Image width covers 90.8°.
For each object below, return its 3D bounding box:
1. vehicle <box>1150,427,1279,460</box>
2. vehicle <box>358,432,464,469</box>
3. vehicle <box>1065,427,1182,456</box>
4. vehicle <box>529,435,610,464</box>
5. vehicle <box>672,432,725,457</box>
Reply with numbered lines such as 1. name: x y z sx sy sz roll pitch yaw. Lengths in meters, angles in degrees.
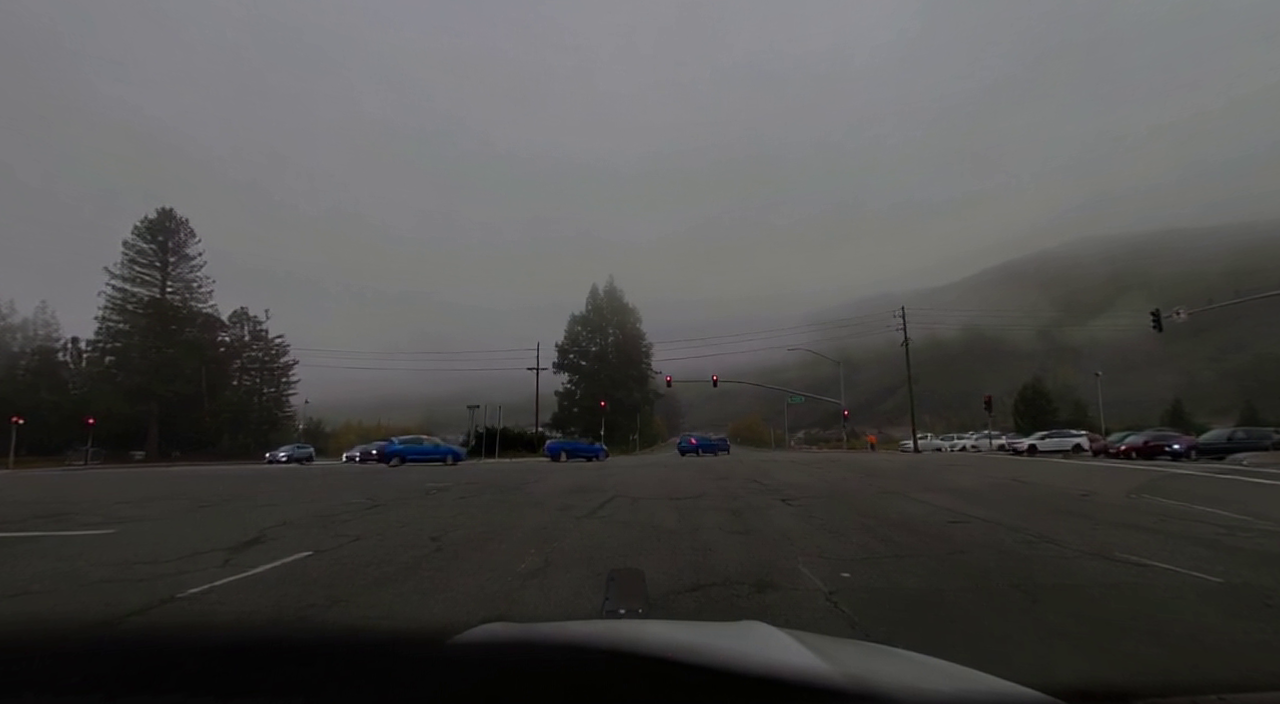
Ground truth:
1. vehicle: 27.311 4.309 29.795 4.778 1.495 1.959 0 -9 0
2. vehicle: -11.472 4.959 31.778 4.812 1.735 2.105 3 -9 -21
3. vehicle: 28.369 5.274 37.202 5.100 1.680 2.055 0 -9 1
4. vehicle: -4.093 5.674 36.836 4.218 1.542 2.044 6 -11 -36
5. vehicle: 4.612 7.200 49.047 2.246 1.805 5.228 -5 -10 27
